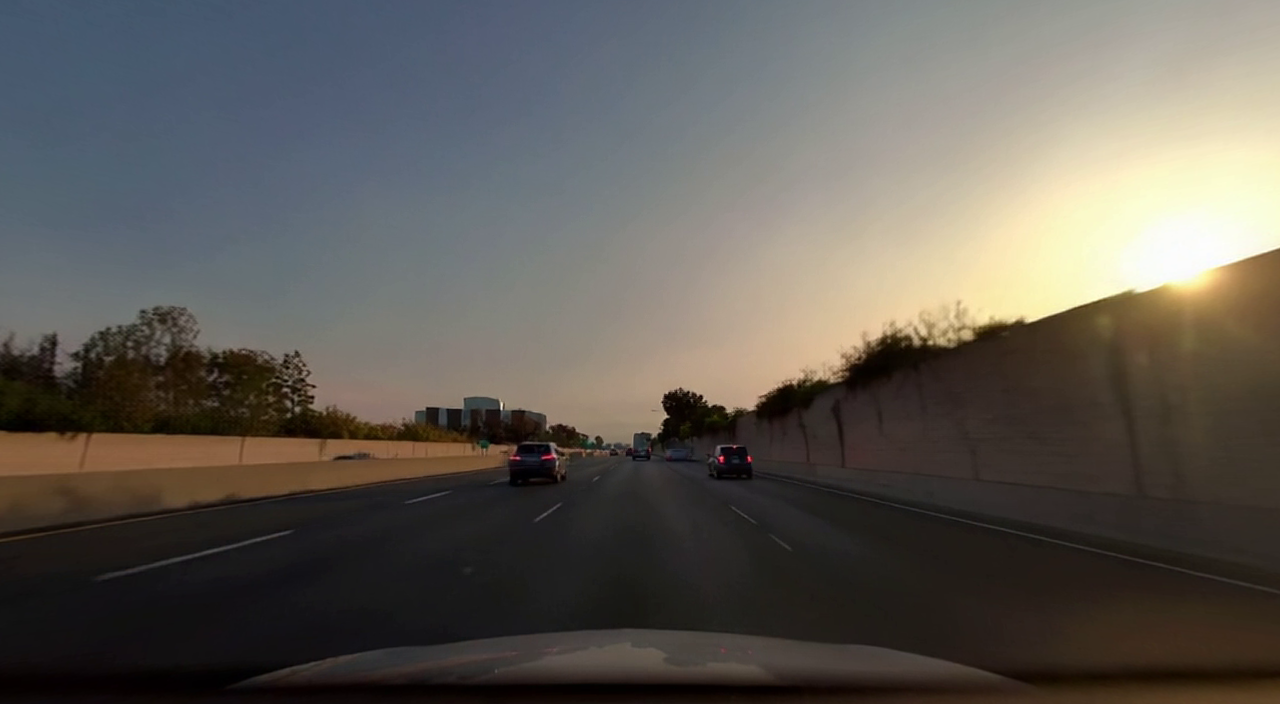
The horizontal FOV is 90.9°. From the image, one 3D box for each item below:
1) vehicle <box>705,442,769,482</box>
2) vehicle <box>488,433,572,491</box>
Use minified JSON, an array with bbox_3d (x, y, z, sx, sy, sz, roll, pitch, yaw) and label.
[{"bbox_3d":[4.035,4.664,26.865,1.973,1.536,4.337,0,-9,-1],"label":"vehicle"},{"bbox_3d":[-3.700,3.803,22.094,2.014,1.811,4.369,0,-9,2],"label":"vehicle"}]
